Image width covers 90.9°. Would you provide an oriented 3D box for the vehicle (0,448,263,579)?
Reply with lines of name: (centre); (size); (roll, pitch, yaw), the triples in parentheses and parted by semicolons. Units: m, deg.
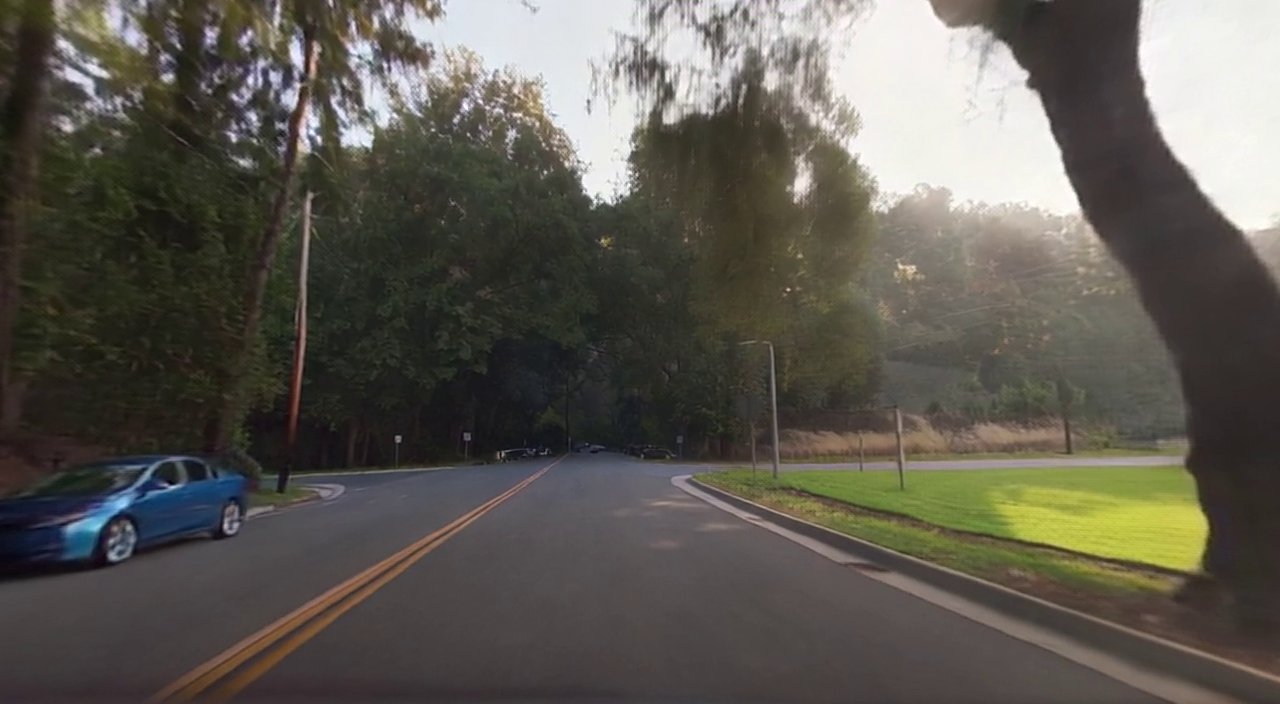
vehicle: (-8.242, 2.393, 10.236); (1.934, 1.646, 4.273); (1, -9, -6)
